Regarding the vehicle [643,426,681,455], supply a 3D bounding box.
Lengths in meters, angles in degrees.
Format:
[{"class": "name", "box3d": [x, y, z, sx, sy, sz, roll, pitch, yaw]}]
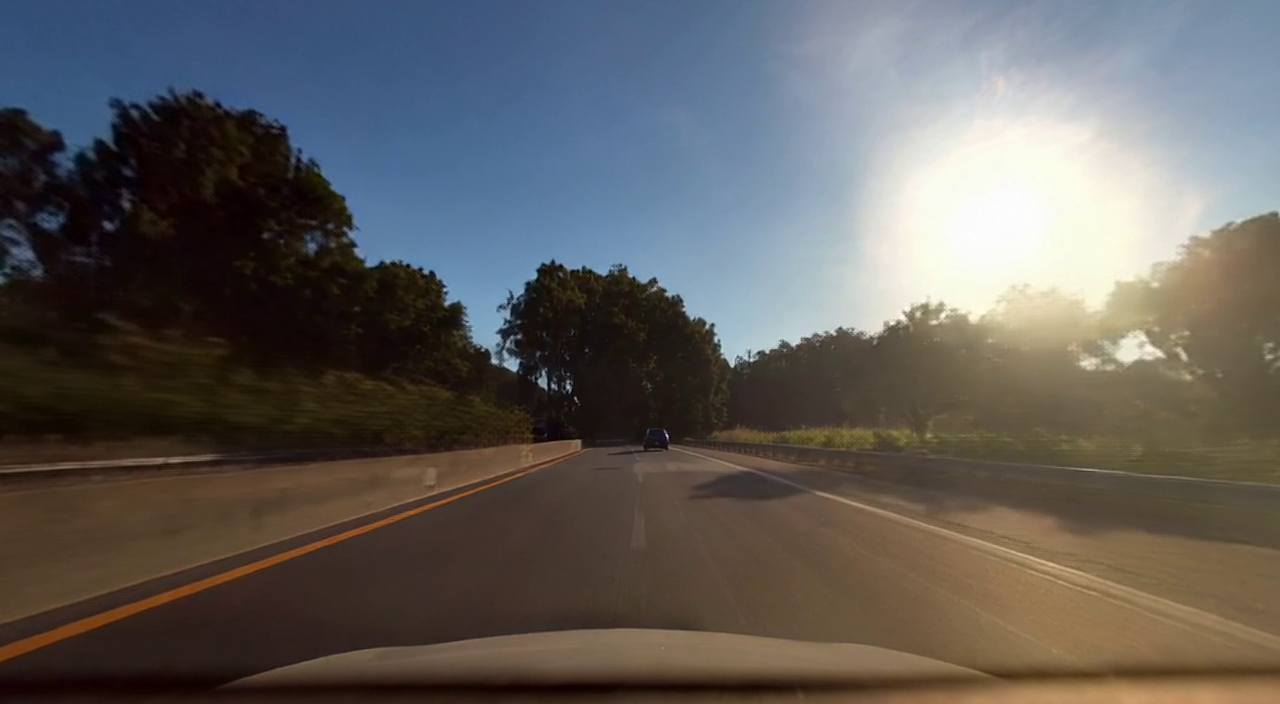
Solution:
[{"class": "vehicle", "box3d": [1.373, 5.796, 41.336, 2.240, 1.801, 4.545, 0, -8, -2]}]
